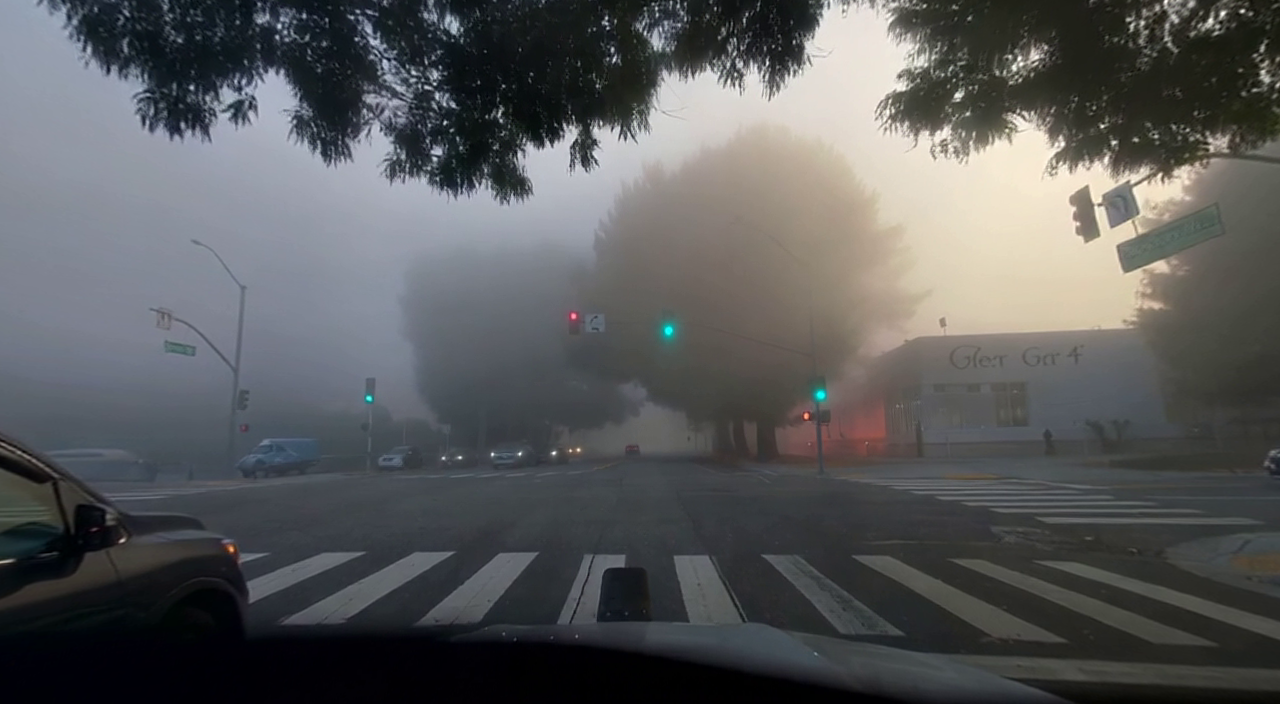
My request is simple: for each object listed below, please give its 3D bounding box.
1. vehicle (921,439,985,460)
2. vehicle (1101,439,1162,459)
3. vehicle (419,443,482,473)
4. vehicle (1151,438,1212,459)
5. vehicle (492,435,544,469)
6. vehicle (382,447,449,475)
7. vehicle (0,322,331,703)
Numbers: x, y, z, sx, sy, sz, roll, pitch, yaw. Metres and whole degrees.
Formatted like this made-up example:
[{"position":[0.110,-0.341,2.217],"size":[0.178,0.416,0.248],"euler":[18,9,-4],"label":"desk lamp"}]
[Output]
[{"position":[21.502,6.695,43.346],"size":[3.576,1.425,1.702],"euler":[2,-9,-12],"label":"vehicle"},{"position":[38.494,7.588,49.484],"size":[1.837,1.514,4.786],"euler":[-2,-9,13],"label":"vehicle"},{"position":[-10.633,5.974,35.700],"size":[2.041,1.548,4.868],"euler":[0,-8,0],"label":"vehicle"},{"position":[41.098,7.335,47.919],"size":[1.767,1.456,4.191],"euler":[-4,-10,15],"label":"vehicle"},{"position":[-7.166,5.915,37.468],"size":[2.081,1.818,4.782],"euler":[0,-8,1],"label":"vehicle"},{"position":[-13.003,6.329,36.850],"size":[2.011,1.480,4.747],"euler":[0,-8,3],"label":"vehicle"},{"position":[-3.492,0.841,2.803],"size":[2.000,1.789,4.638],"euler":[0,-8,-2],"label":"vehicle"}]
